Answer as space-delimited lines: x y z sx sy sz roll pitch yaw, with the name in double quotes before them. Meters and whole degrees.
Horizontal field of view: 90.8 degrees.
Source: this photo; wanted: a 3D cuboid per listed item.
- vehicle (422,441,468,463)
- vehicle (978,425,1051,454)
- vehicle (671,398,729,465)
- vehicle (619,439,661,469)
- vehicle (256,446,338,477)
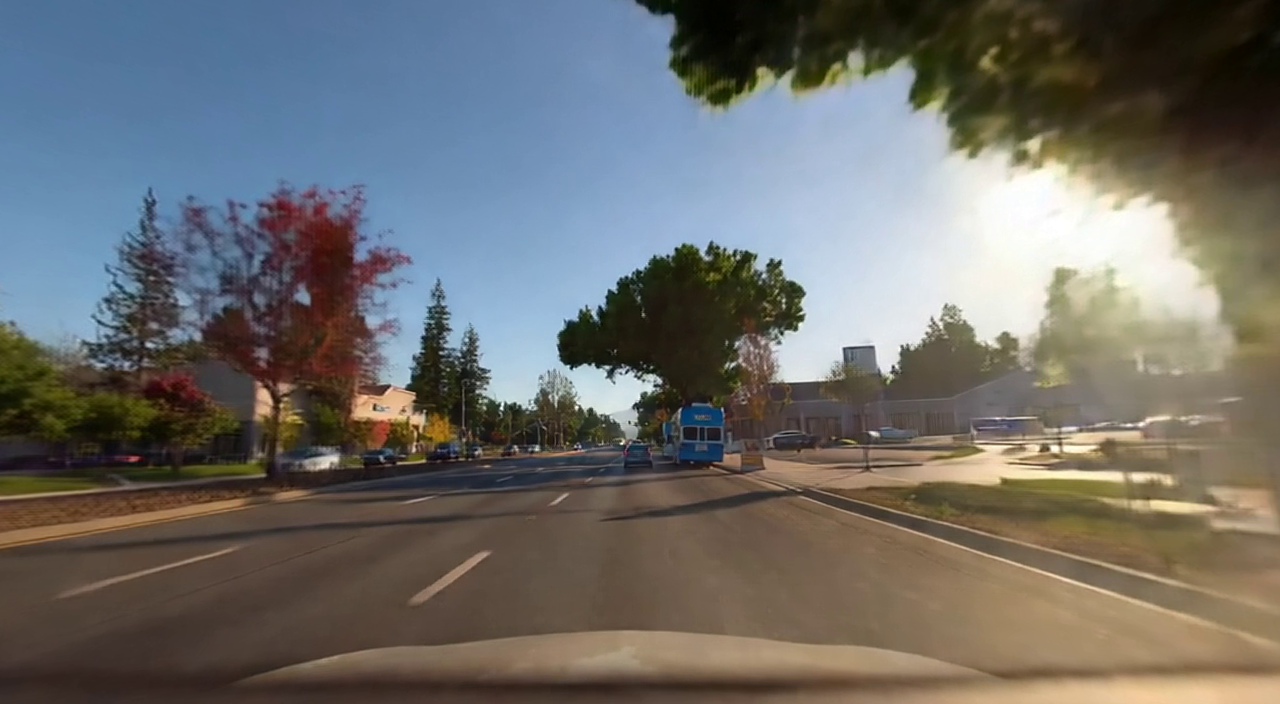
"vehicle" -14.970 7.700 48.681 1.983 1.630 4.568 0 -9 2
"vehicle" 24.348 5.656 41.072 4.430 1.659 1.905 2 -8 -28
"vehicle" 3.768 5.358 41.682 2.896 3.921 8.415 0 -9 -1
"vehicle" -0.051 5.608 34.730 2.103 1.506 4.742 0 -9 -1
"vehicle" -18.281 5.850 33.952 1.832 1.528 4.603 0 -9 -1
